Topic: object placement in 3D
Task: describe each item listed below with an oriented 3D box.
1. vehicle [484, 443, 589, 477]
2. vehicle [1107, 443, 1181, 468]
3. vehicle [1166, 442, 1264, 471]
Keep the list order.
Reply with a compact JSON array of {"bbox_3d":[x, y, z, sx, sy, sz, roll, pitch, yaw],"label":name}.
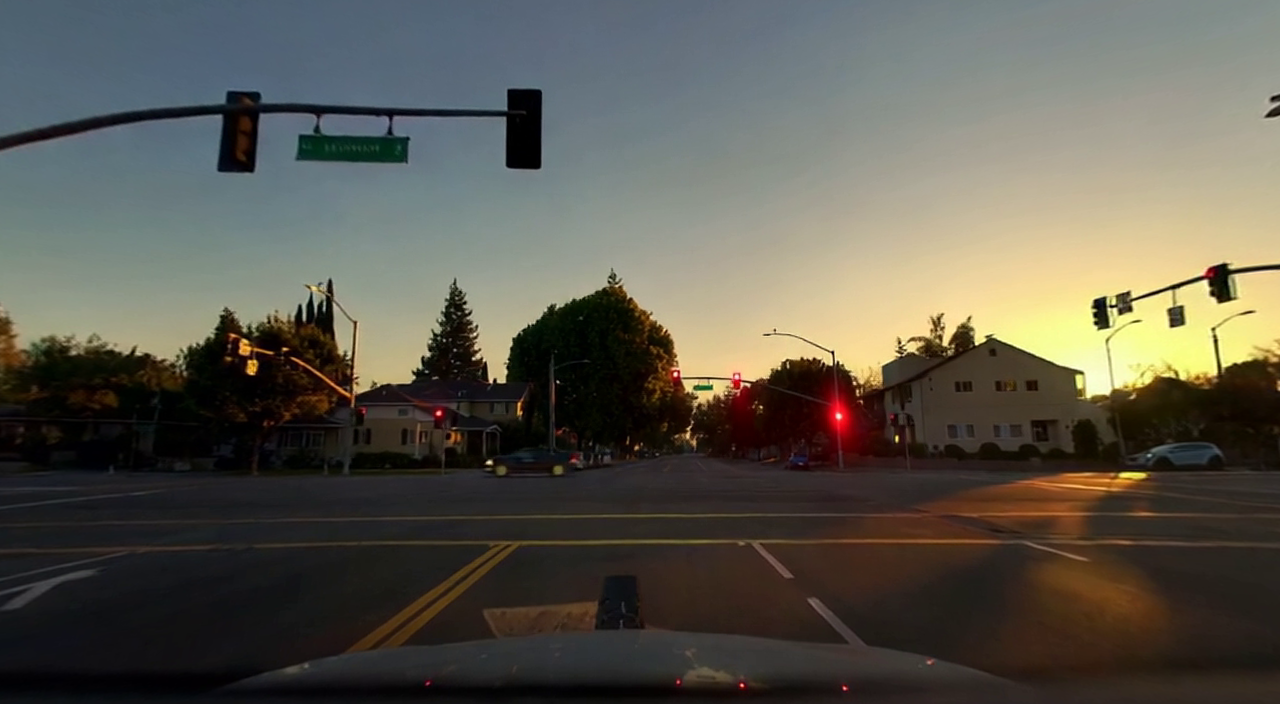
[{"bbox_3d":[-4.762,5.039,29.516,4.560,1.463,1.858,-1,-9,2],"label":"vehicle"},{"bbox_3d":[37.572,7.708,47.215,1.853,1.723,4.460,0,-9,1],"label":"vehicle"},{"bbox_3d":[38.287,6.951,42.213,1.915,1.773,4.499,1,-9,-8],"label":"vehicle"}]
